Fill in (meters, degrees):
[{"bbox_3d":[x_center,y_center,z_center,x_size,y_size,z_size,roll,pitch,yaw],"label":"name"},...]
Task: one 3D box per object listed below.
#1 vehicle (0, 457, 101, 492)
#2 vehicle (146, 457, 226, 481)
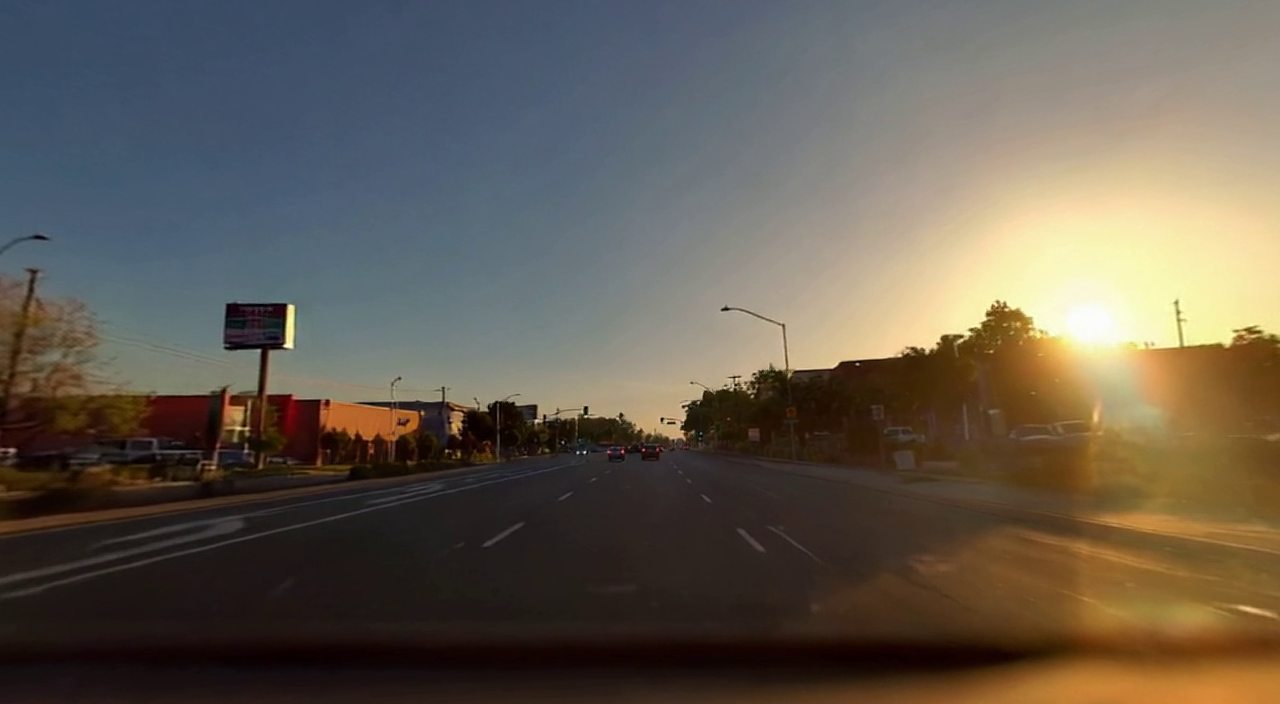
[{"bbox_3d":[-29.388,5.862,30.643,1.960,1.478,4.949,0,-9,3],"label":"vehicle"},{"bbox_3d":[-28.863,7.433,40.366,1.882,1.401,4.476,1,-9,-2],"label":"vehicle"}]
